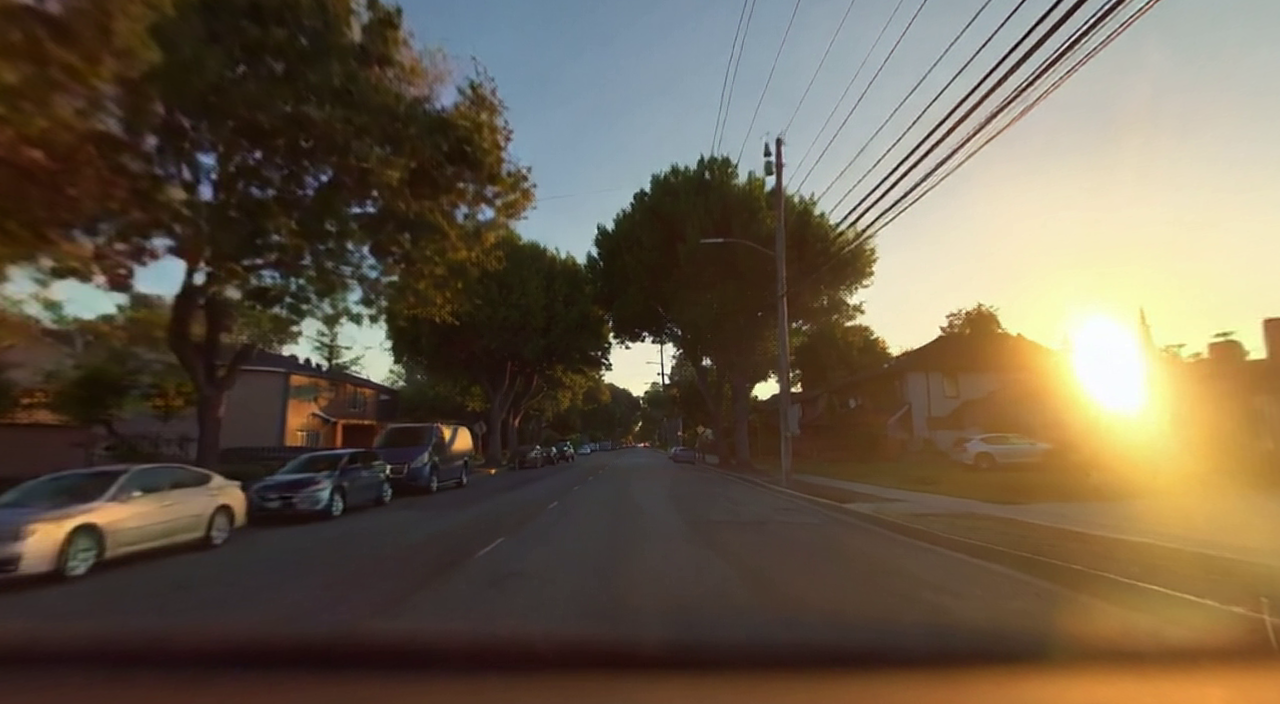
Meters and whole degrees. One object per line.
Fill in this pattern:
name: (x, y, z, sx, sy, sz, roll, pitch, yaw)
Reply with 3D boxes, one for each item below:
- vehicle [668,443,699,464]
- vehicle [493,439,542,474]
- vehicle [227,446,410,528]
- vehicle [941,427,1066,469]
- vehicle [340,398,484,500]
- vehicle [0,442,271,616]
vehicle: (3.247, 7.697, 48.014, 1.869, 1.453, 4.237, 0, -9, -2)
vehicle: (-6.832, 5.872, 35.696, 1.963, 1.820, 4.297, 0, -8, -1)
vehicle: (-6.735, 2.863, 13.850, 1.846, 1.427, 4.260, -1, -10, -1)
vehicle: (16.012, 4.273, 27.976, 4.275, 1.645, 1.874, -2, -10, 1)
vehicle: (-6.865, 3.088, 19.985, 2.439, 2.724, 5.647, -1, -10, 0)
vehicle: (-6.501, 1.867, 7.416, 1.858, 1.476, 4.262, -1, -9, -2)
